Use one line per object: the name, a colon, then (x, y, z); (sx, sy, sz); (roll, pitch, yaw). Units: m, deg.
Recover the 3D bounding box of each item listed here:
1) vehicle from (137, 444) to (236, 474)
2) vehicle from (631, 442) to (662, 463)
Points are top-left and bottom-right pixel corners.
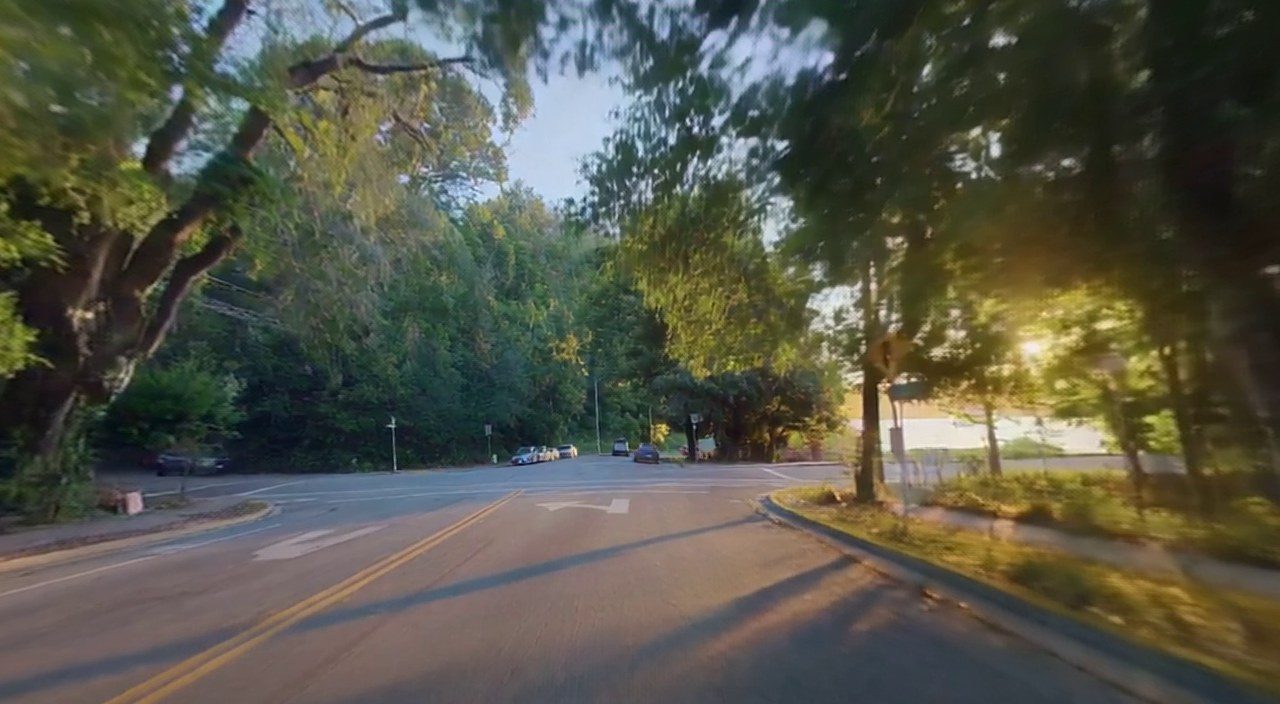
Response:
vehicle: (-28.782, 6.760, 40.061); (4.986, 1.796, 2.066); (-2, -8, 10)
vehicle: (0.421, 7.410, 46.580); (2.051, 1.461, 4.100); (0, -8, -3)
